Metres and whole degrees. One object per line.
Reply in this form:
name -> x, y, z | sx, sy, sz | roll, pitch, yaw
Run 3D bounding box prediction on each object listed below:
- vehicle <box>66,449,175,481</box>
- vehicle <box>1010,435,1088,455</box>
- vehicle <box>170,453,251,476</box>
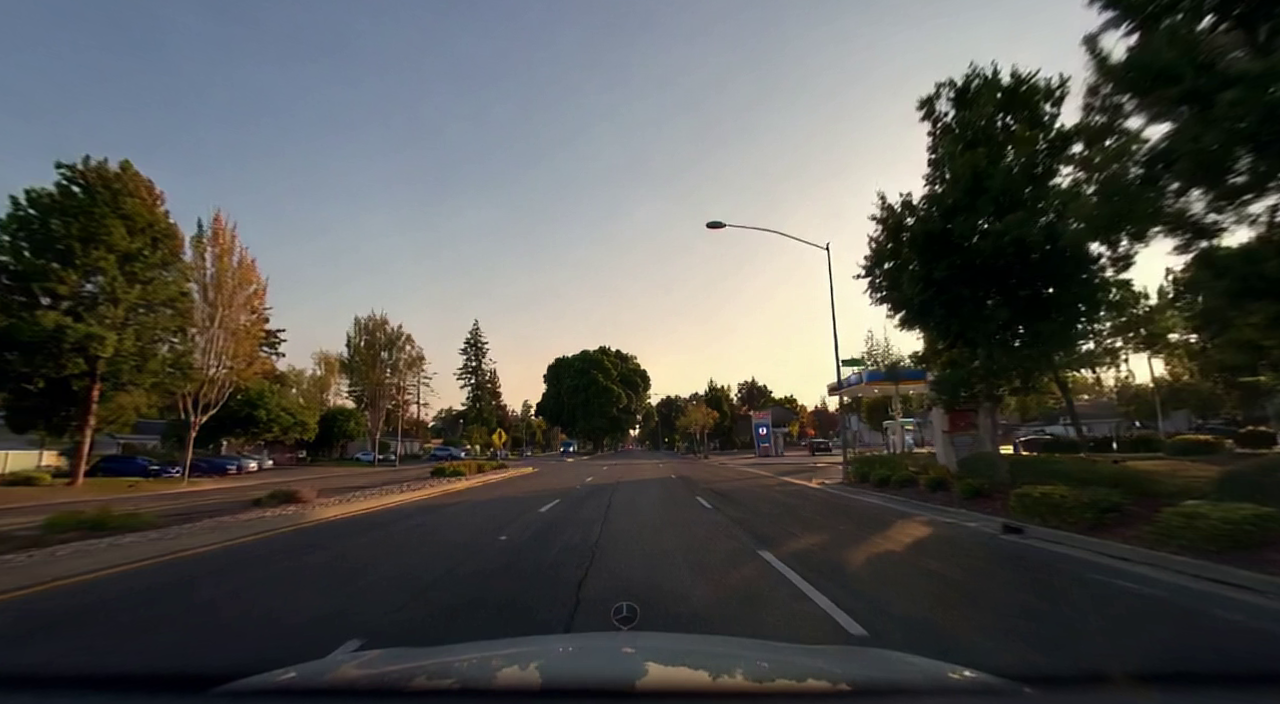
vehicle -> -30.571, 6.640, 37.279 | 4.613, 1.820, 2.013 | 0, -9, 1
vehicle -> 31.077, 7.045, 48.055 | 4.549, 1.476, 1.952 | 0, -8, 1
vehicle -> -30.951, 8.107, 45.620 | 4.274, 1.491, 2.110 | 0, -9, -4
